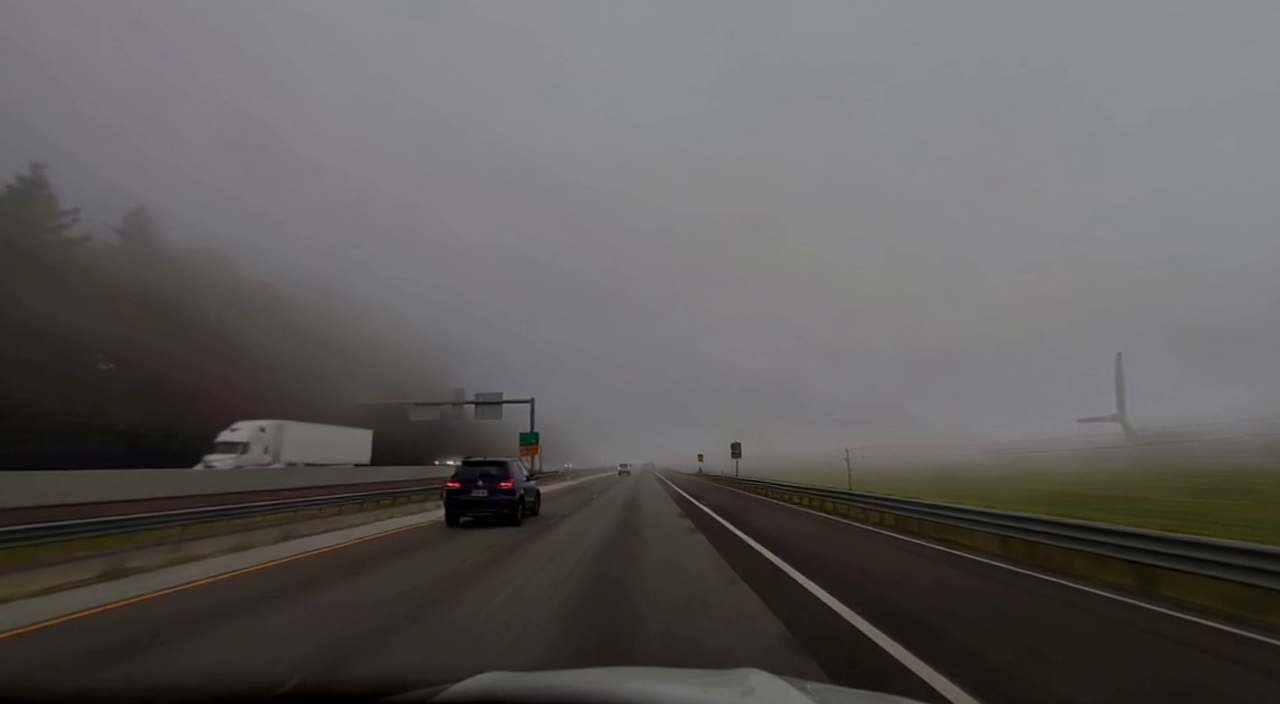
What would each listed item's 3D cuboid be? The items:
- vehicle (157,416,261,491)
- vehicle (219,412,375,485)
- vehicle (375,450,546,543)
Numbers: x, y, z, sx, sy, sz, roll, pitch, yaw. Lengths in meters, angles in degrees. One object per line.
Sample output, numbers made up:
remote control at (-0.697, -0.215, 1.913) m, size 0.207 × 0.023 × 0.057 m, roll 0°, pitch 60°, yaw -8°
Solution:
vehicle at (-23.040, 5.468, 33.846) m, size 3.297 × 3.790 × 2.689 m, roll 0°, pitch -10°, yaw 1°
vehicle at (-22.860, 6.870, 43.628) m, size 2.840 × 4.164 × 13.969 m, roll 1°, pitch -10°, yaw 0°
vehicle at (-3.375, 2.866, 13.024) m, size 2.039 × 1.505 × 4.843 m, roll 1°, pitch -10°, yaw 1°
